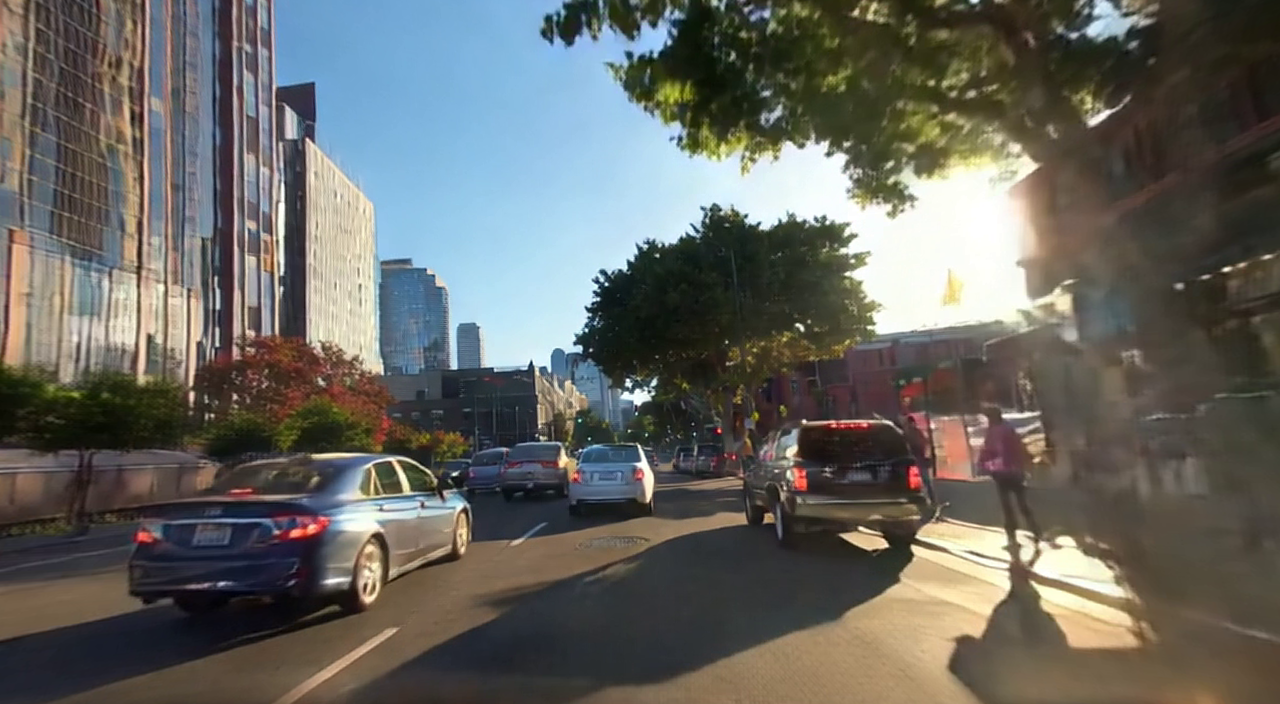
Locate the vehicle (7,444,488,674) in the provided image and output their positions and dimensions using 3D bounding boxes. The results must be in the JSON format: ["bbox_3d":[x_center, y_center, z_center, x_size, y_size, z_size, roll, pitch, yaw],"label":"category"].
[{"bbox_3d":[-3.139,1.688,6.414,1.940,1.481,4.376,-1,-8,2],"label":"vehicle"}]

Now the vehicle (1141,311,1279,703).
[{"bbox_3d":[3.187,0.473,0.431,1.971,1.749,4.564,0,-8,1],"label":"vehicle"}]

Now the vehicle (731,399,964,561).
[{"bbox_3d":[2.866,1.920,10.185,2.352,1.953,4.798,-1,-8,4],"label":"vehicle"}]

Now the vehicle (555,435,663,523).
[{"bbox_3d":[-0.530,2.736,14.153,2.076,1.667,3.948,-1,-8,2],"label":"vehicle"}]

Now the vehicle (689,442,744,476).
[{"bbox_3d":[3.533,4.984,29.863,2.065,1.461,4.181,0,-8,0],"label":"vehicle"}]

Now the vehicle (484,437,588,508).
[{"bbox_3d":[-2.905,3.486,18.798,2.000,1.818,4.668,-1,-8,4],"label":"vehicle"}]
